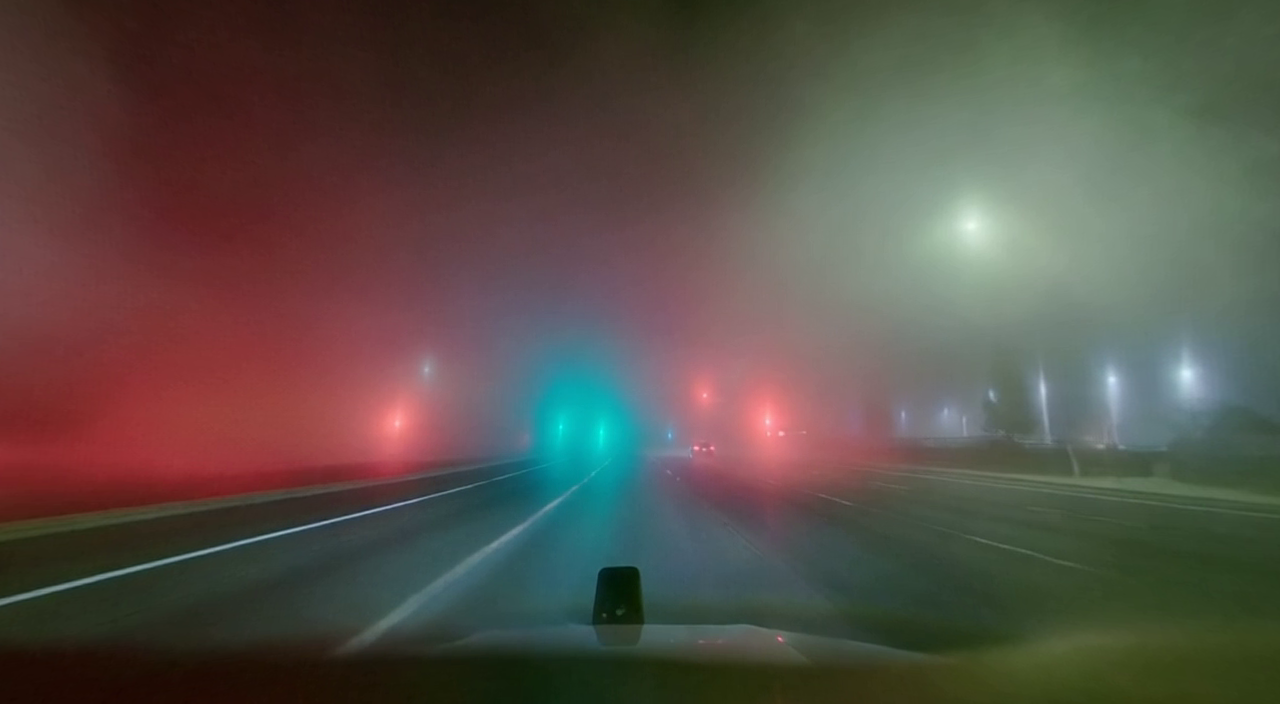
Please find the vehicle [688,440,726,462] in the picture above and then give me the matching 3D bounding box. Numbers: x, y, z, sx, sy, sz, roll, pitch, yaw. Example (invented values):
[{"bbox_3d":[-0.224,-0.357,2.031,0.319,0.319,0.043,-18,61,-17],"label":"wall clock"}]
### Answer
[{"bbox_3d":[4.833,7.217,46.150,2.187,1.475,4.529,0,-9,0],"label":"vehicle"}]
